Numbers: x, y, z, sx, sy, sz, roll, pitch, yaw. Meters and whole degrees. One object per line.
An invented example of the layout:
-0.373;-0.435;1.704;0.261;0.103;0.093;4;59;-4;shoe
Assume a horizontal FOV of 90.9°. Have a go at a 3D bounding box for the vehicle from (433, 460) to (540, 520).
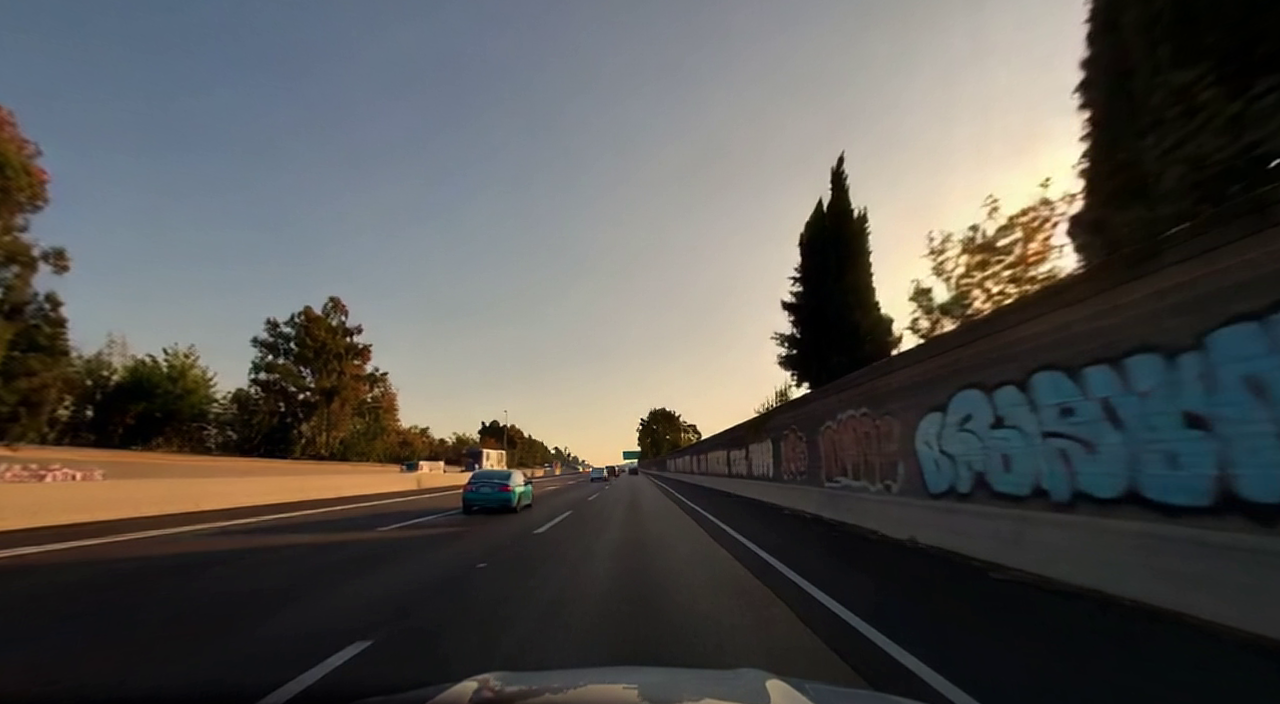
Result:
-4.088;3.745;17.419;1.941;1.437;3.829;1;-10;0;vehicle
